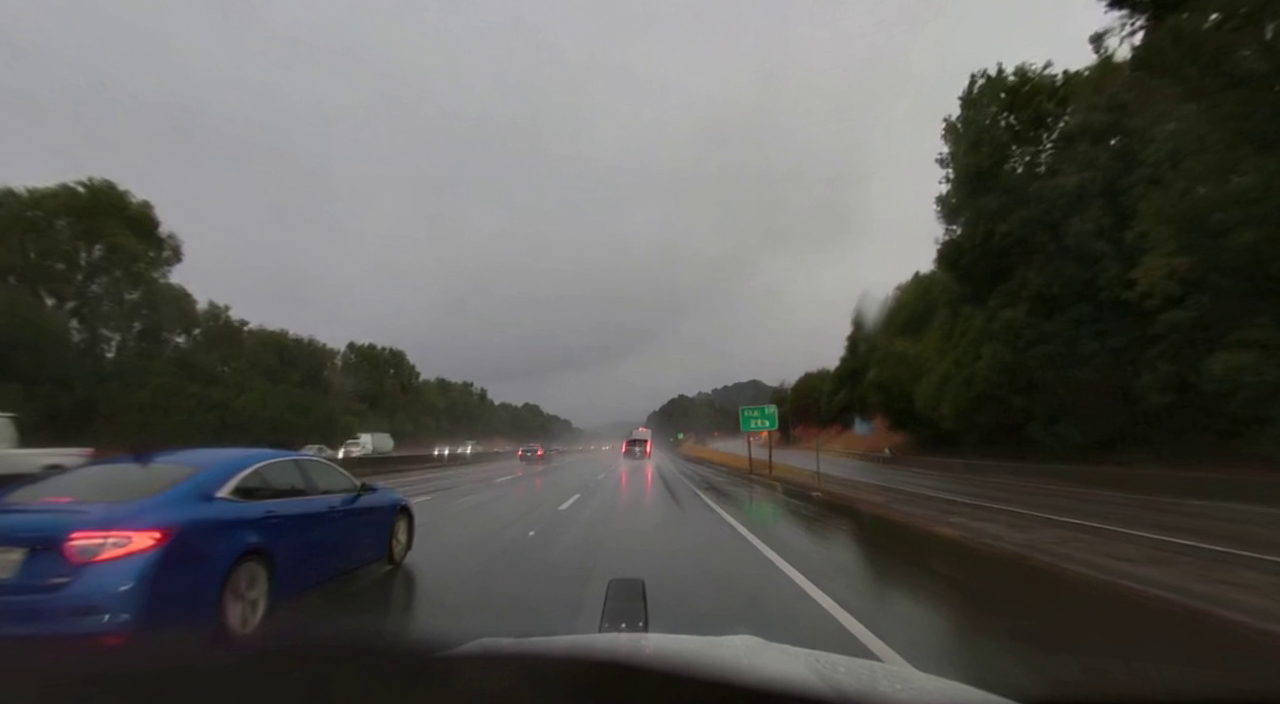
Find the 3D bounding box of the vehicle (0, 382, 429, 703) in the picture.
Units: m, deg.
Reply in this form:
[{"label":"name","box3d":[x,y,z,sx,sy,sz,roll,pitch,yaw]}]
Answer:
[{"label":"vehicle","box3d":[-3.494,1.235,4.522,2.139,1.589,5.102,-1,-8,1]}]

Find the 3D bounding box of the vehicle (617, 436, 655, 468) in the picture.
[{"label":"vehicle","box3d":[-0.216,6.359,40.276,2.309,1.915,5.130,0,-8,1]}]
